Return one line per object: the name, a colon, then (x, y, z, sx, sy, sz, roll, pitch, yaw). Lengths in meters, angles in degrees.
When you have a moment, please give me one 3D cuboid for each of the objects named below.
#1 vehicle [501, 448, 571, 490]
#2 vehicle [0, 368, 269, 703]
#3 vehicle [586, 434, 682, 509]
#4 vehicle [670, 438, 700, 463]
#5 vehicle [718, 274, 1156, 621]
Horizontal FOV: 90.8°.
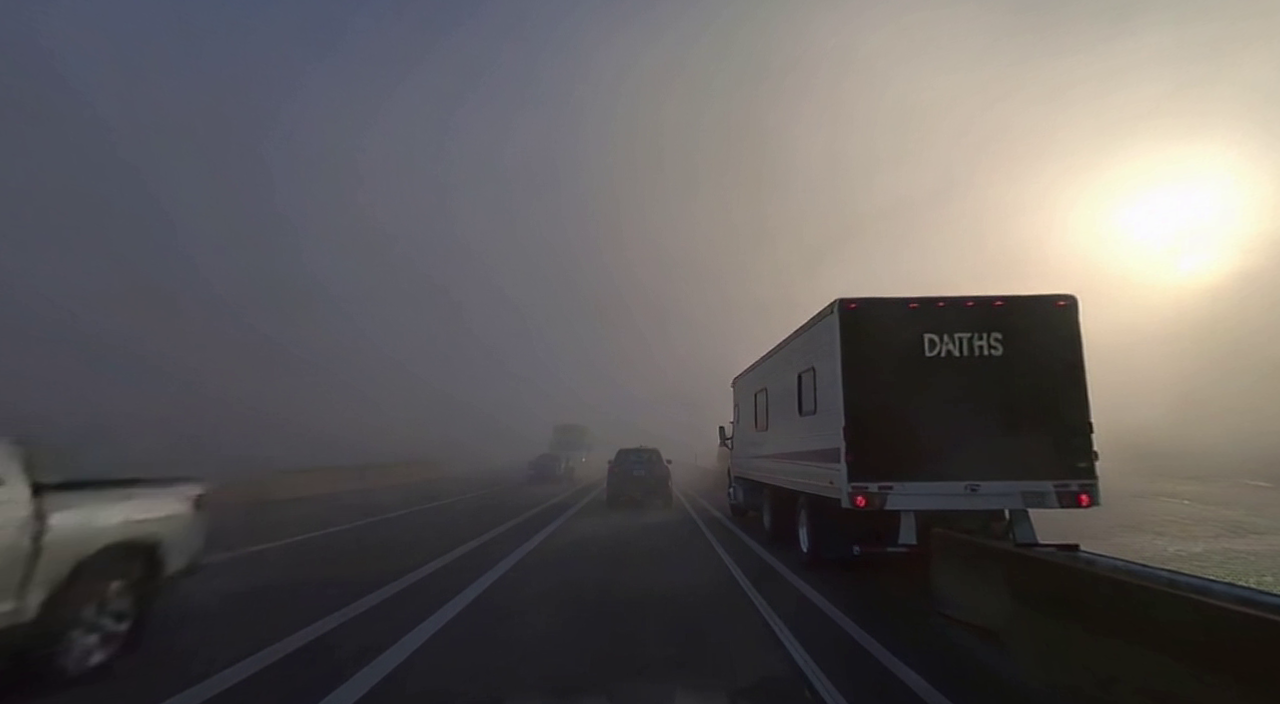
vehicle: (-3.897, 4.454, 24.279, 1.933, 1.465, 3.898, 0, -9, 2)
vehicle: (-3.767, 0.850, 2.283, 2.098, 1.659, 4.432, 0, -9, 0)
vehicle: (-0.114, 3.072, 16.632, 2.201, 1.719, 4.058, 0, -9, 1)
vehicle: (3.511, 7.792, 49.975, 2.020, 1.874, 4.431, 0, -9, 0)
vehicle: (2.933, 1.314, 9.024, 2.533, 2.942, 7.280, 0, -9, -1)
